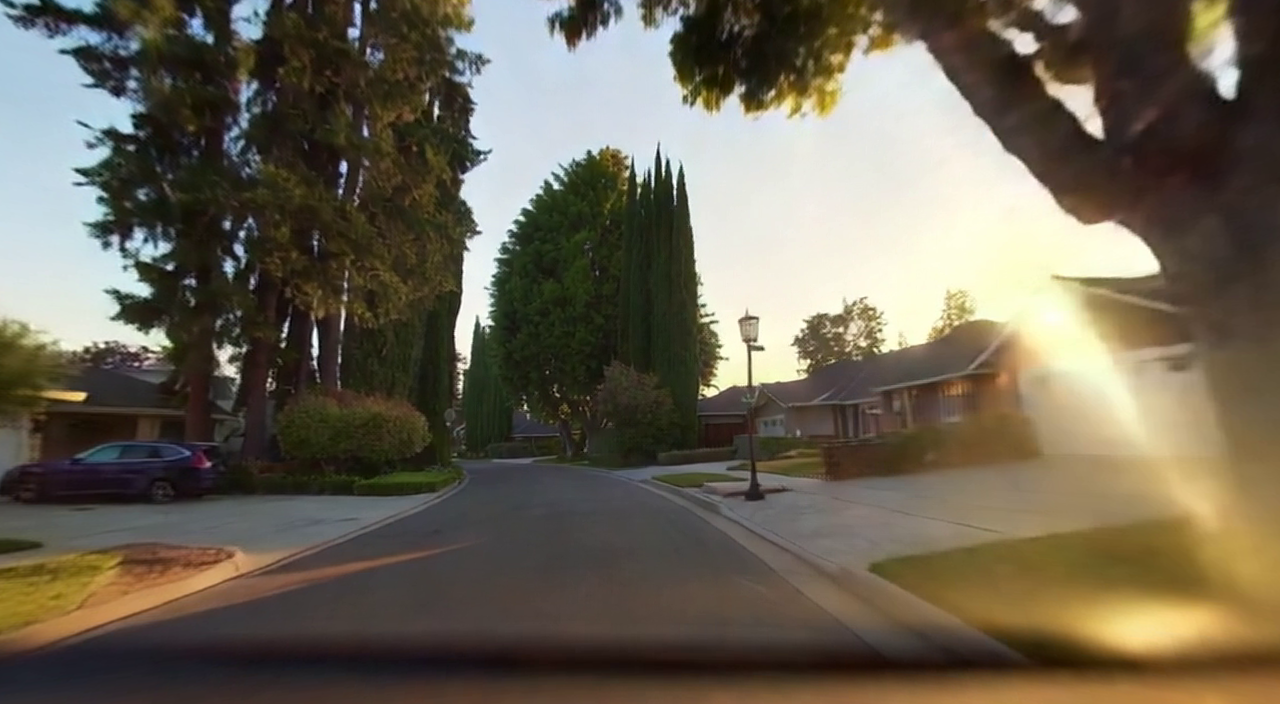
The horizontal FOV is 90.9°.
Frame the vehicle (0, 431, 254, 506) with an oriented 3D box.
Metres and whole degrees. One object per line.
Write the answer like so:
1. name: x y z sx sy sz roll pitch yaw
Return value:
1. vehicle: -12.056 2.717 14.966 4.471 1.638 1.877 0 -8 -1
